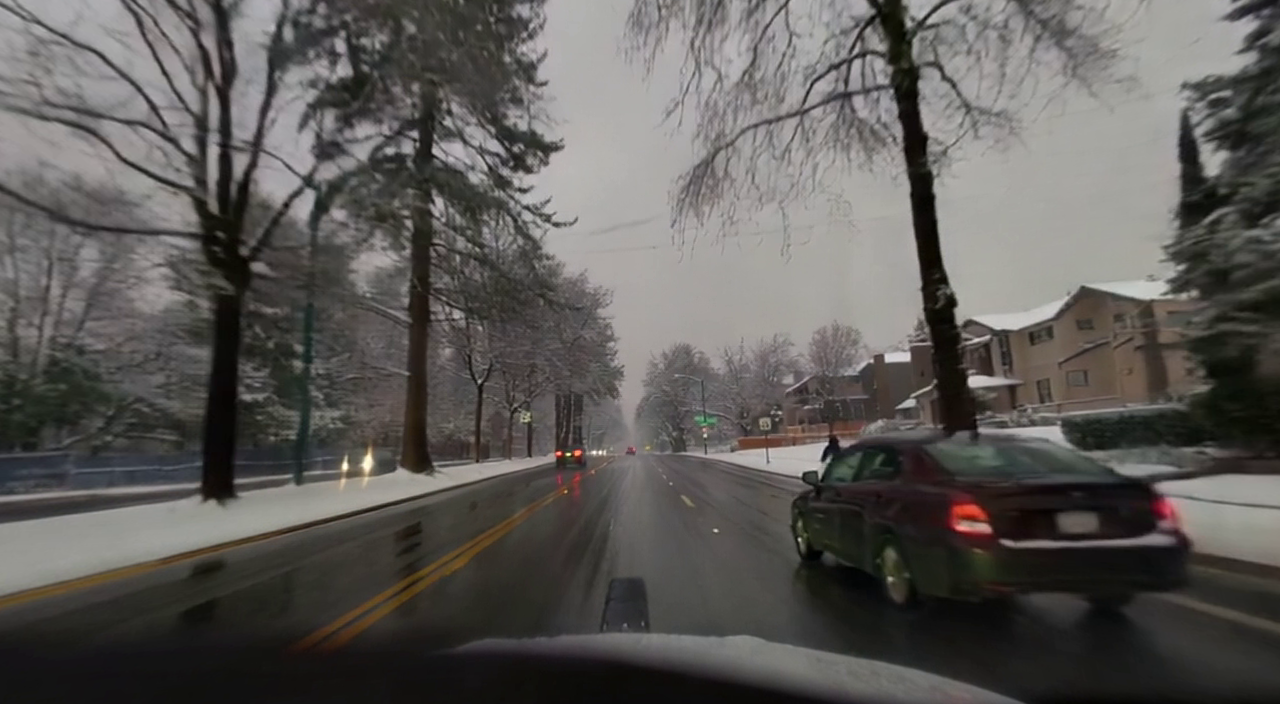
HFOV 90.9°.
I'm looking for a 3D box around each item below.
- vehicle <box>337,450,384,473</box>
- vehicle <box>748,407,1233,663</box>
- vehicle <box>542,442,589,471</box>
[{"bbox_3d":[-21.909,8.568,49.540,1.816,1.717,4.024,0,-9,0],"label":"vehicle"},{"bbox_3d":[2.502,1.432,6.083,1.992,1.511,4.464,0,-9,-2],"label":"vehicle"},{"bbox_3d":[-3.997,5.684,34.485,2.011,1.480,4.517,0,-9,0],"label":"vehicle"}]
